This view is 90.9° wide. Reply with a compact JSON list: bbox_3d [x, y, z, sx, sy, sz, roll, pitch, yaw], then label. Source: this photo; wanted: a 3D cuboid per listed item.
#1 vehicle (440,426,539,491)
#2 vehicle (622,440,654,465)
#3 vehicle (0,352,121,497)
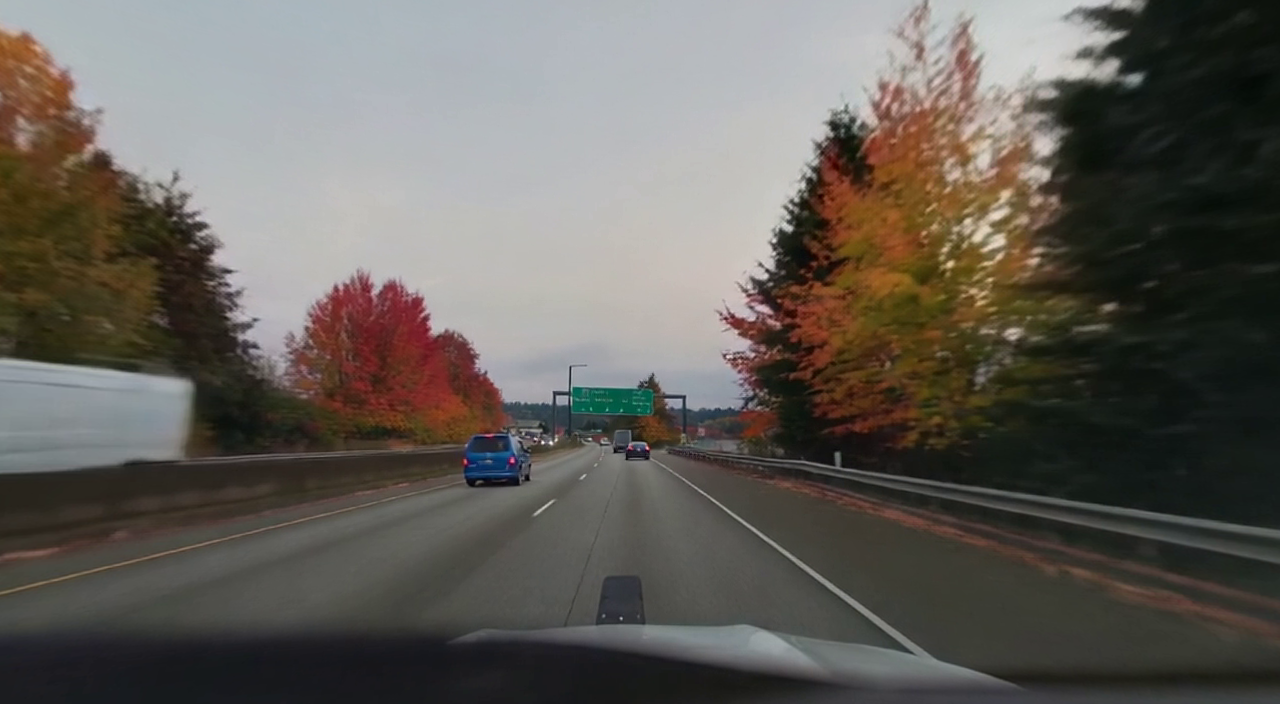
[{"bbox_3d":[-4.327,3.140,18.870,1.924,1.720,4.195,0,-8,0],"label":"vehicle"},{"bbox_3d":[-0.142,6.395,40.238,1.939,1.497,3.863,1,-8,-1],"label":"vehicle"},{"bbox_3d":[-11.678,1.110,9.832,2.276,2.355,5.643,0,-8,0],"label":"vehicle"}]
